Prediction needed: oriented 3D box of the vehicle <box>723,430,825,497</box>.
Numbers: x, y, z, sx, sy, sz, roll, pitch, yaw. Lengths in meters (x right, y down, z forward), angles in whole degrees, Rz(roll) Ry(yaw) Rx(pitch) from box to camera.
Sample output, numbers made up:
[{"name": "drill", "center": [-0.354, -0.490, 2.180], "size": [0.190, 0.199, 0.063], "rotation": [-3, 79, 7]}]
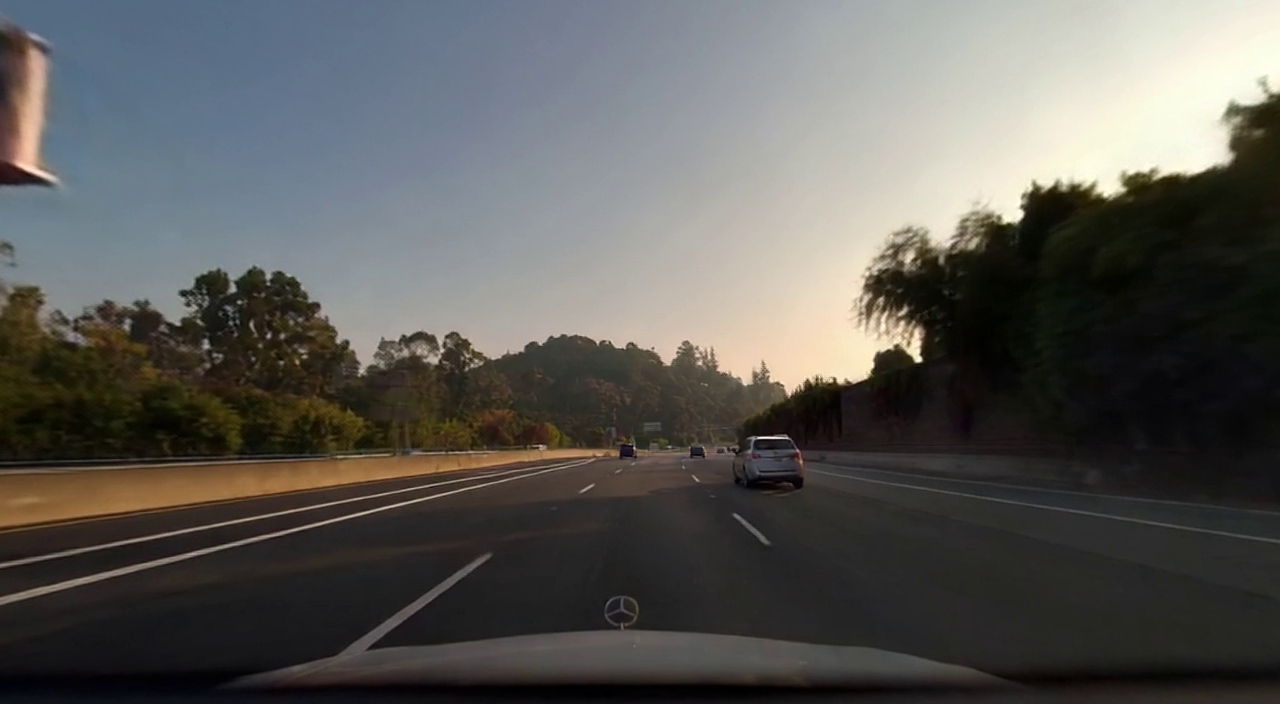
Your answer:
[{"name": "vehicle", "center": [3.859, 3.294, 19.001], "size": [2.075, 1.743, 4.410], "rotation": [0, -9, 0]}]
